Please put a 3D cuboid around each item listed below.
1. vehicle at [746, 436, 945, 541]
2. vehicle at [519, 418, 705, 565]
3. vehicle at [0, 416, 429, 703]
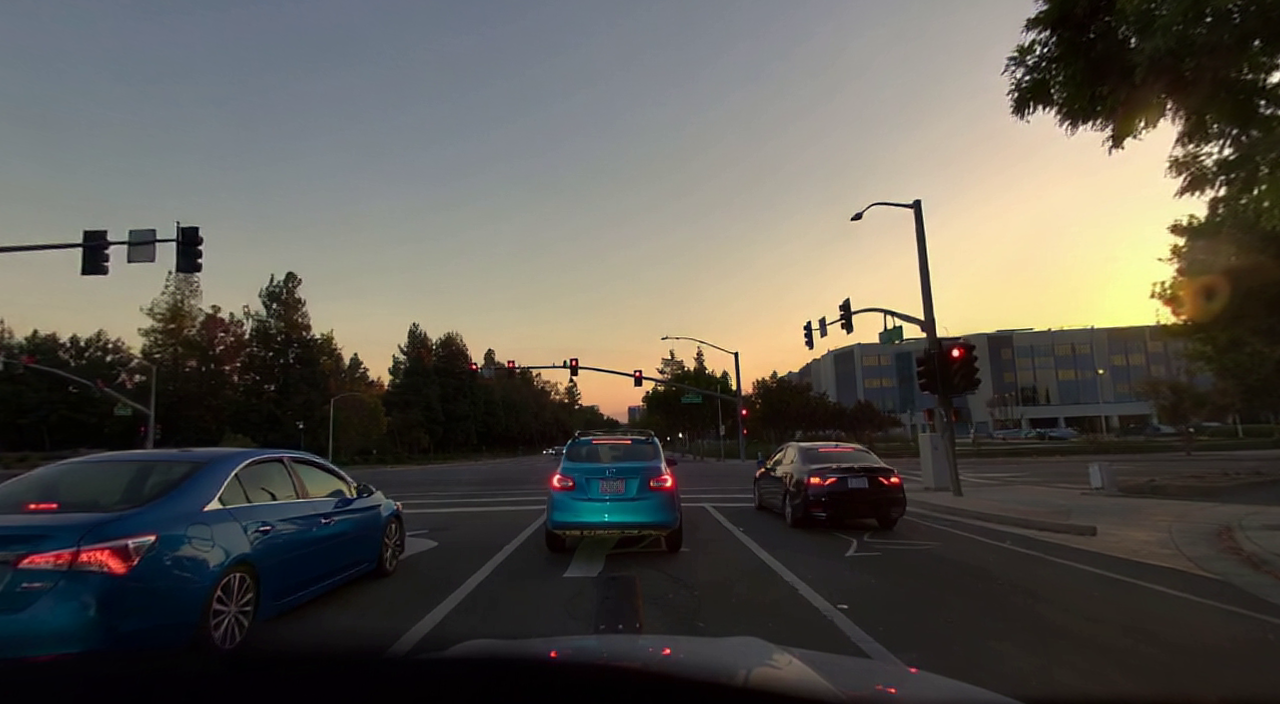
[{"bbox_3d":[3.274,2.255,11.160,1.970,1.449,4.433,0,-8,-1],"label":"vehicle"},{"bbox_3d":[-0.345,1.826,8.962,2.038,1.599,3.844,0,-8,-1],"label":"vehicle"},{"bbox_3d":[-3.577,1.387,5.336,2.052,1.472,4.479,0,-8,0],"label":"vehicle"}]
